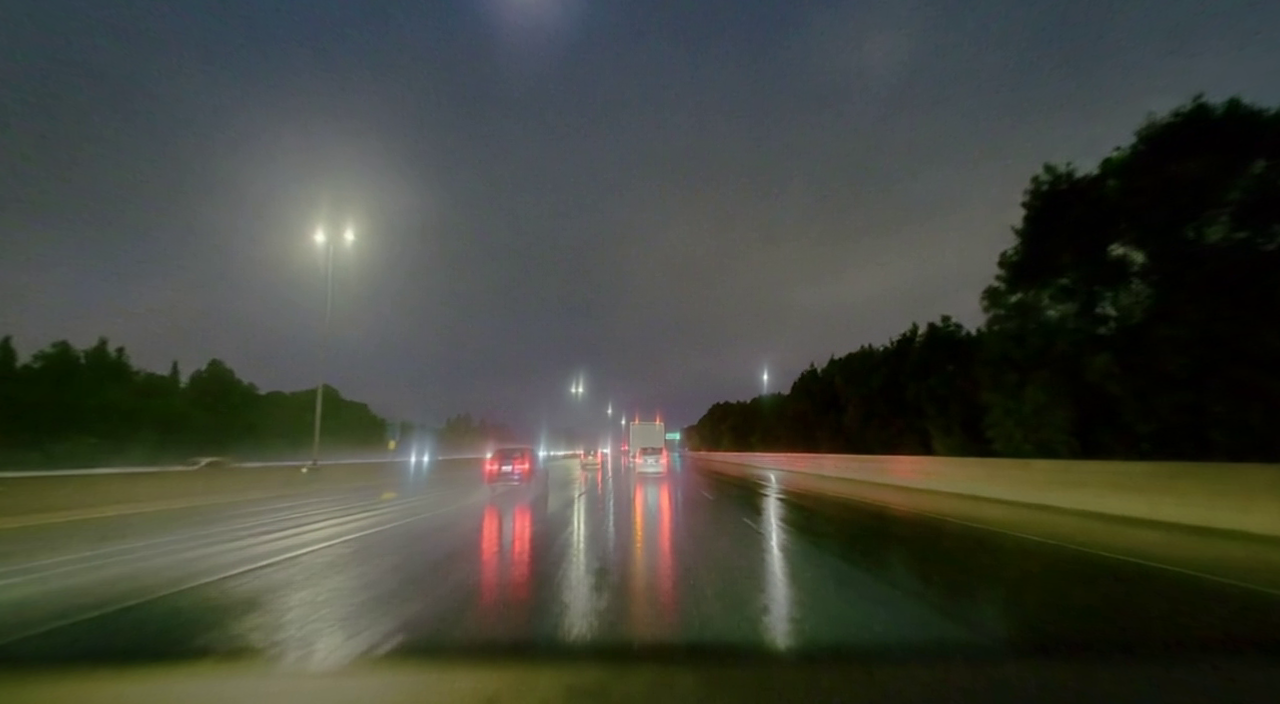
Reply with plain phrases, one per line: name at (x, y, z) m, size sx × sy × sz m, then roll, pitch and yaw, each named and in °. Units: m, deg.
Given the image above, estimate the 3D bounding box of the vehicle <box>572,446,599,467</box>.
vehicle at (-4.232, 8.193, 49.157) m, size 1.837 × 1.530 × 3.844 m, roll 0°, pitch -9°, yaw -1°

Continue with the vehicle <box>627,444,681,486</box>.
vehicle at (0.518, 4.566, 25.656) m, size 2.015 × 1.526 × 4.286 m, roll 0°, pitch -9°, yaw 0°

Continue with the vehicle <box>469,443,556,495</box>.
vehicle at (-4.059, 3.801, 20.743) m, size 1.940 × 1.502 × 4.463 m, roll 0°, pitch -9°, yaw 0°
